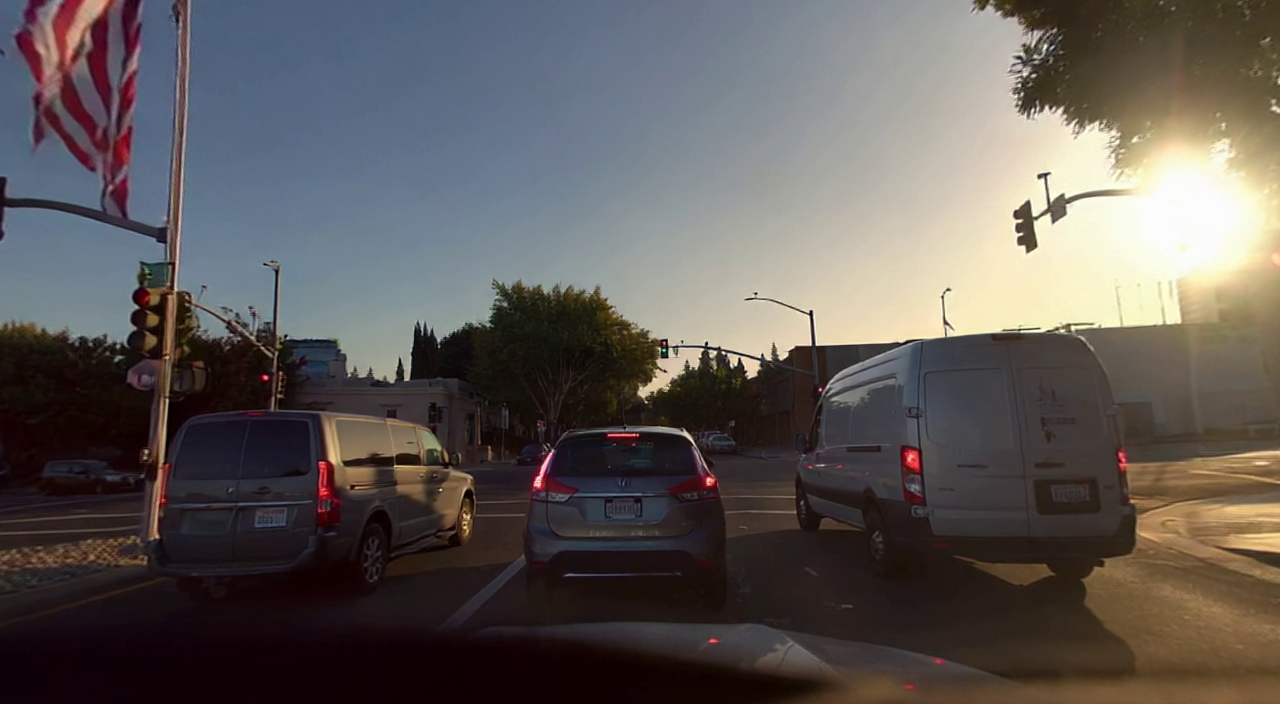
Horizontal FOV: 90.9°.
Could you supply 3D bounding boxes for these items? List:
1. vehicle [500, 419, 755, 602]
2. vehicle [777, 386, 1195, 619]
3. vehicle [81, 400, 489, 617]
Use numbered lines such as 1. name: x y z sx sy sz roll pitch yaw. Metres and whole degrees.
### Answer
1. vehicle: -0.140 1.623 7.349 2.098 1.494 4.118 0 -9 -1
2. vehicle: 3.093 1.465 7.029 2.178 1.746 4.400 0 -9 1
3. vehicle: -3.303 1.529 7.030 2.024 1.677 3.998 -1 -9 3
